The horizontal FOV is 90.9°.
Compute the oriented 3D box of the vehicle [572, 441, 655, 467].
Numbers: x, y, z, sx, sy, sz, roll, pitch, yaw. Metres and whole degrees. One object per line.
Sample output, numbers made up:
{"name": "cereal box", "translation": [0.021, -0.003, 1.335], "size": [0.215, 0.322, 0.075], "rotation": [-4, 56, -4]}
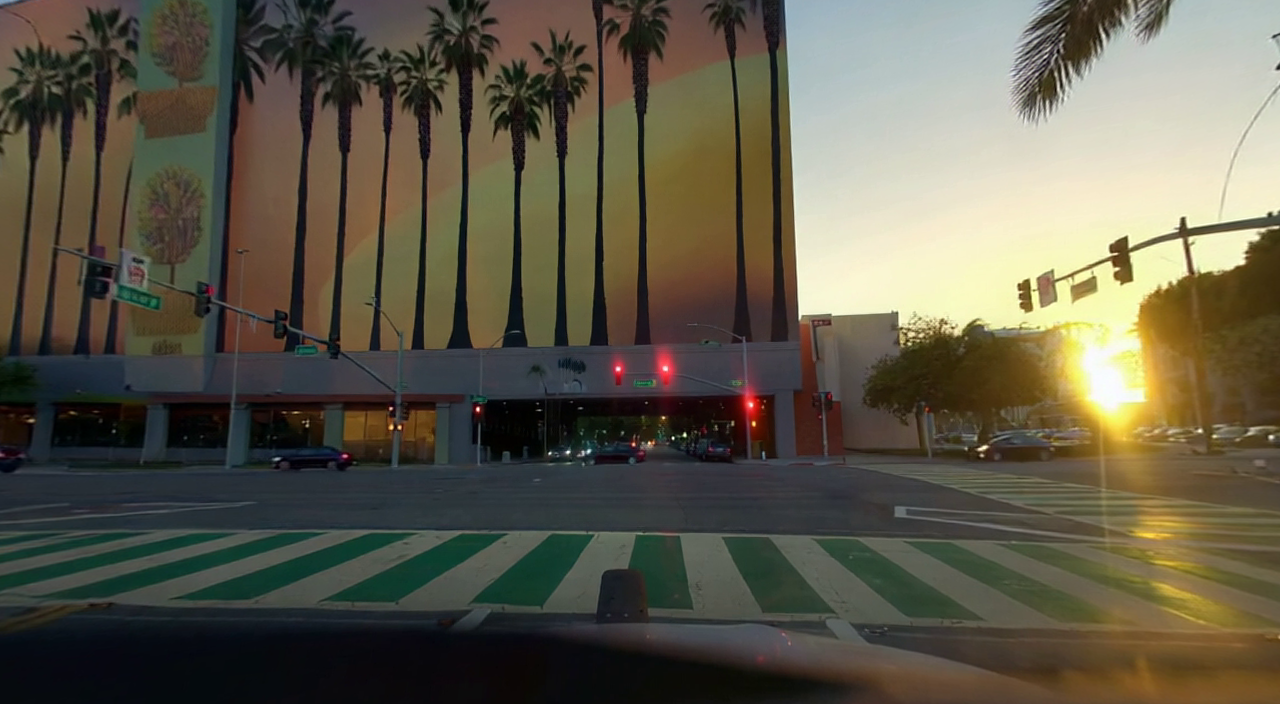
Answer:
{"name": "vehicle", "translation": [-1.489, 5.988, 37.173], "size": [4.784, 1.465, 1.798], "rotation": [0, -8, 1]}

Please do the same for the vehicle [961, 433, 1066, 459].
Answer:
{"name": "vehicle", "translation": [21.614, 5.450, 36.606], "size": [4.893, 1.458, 1.791], "rotation": [0, -8, 0]}

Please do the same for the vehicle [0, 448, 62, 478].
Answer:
{"name": "vehicle", "translation": [-37.572, 6.544, 37.335], "size": [4.648, 1.665, 1.910], "rotation": [0, -8, 0]}

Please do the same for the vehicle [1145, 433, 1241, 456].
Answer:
{"name": "vehicle", "translation": [36.121, 6.025, 41.239], "size": [4.606, 1.449, 1.687], "rotation": [0, -8, 2]}

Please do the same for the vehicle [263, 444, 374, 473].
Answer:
{"name": "vehicle", "translation": [-16.938, 5.619, 33.306], "size": [4.875, 1.461, 1.777], "rotation": [0, -8, 2]}

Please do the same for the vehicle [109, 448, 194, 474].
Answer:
{"name": "vehicle", "translation": [-33.101, 7.397, 42.765], "size": [4.136, 1.661, 1.857], "rotation": [0, -8, 1]}
